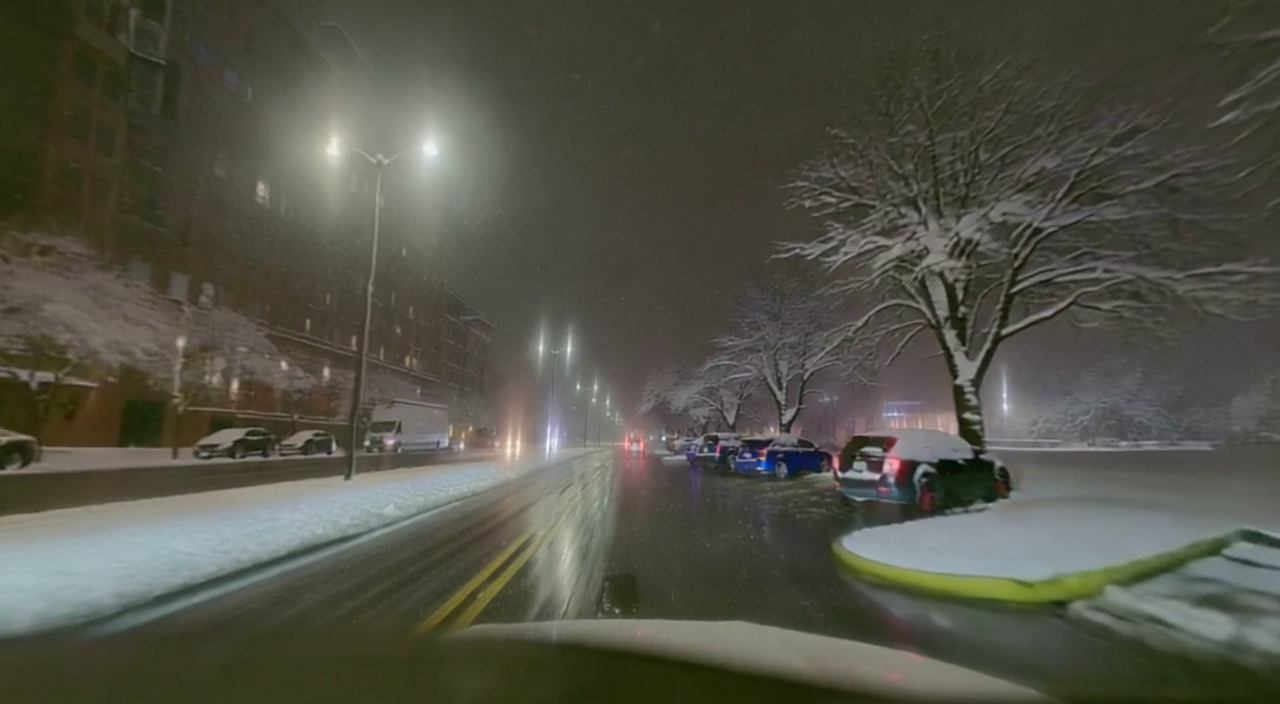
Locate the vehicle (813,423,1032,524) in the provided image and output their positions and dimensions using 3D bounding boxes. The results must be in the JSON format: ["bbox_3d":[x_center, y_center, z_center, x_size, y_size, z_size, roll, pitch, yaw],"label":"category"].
[{"bbox_3d":[5.116,2.075,11.306,3.765,1.497,1.831,5,-10,-35],"label":"vehicle"}]

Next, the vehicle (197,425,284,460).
[{"bbox_3d":[-19.037,4.328,30.166,1.792,1.554,3.682,0,-8,-1],"label":"vehicle"}]

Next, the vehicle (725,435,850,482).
[{"bbox_3d":[5.036,3.538,21.301,4.275,1.428,1.774,6,-10,-37],"label":"vehicle"}]

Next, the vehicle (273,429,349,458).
[{"bbox_3d":[-18.762,5.240,36.165,1.909,1.518,4.459,-1,-8,1],"label":"vehicle"}]

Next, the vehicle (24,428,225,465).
[{"bbox_3d":[-19.048,3.559,23.867,2.389,1.206,6.247,-1,-8,1],"label":"vehicle"}]
